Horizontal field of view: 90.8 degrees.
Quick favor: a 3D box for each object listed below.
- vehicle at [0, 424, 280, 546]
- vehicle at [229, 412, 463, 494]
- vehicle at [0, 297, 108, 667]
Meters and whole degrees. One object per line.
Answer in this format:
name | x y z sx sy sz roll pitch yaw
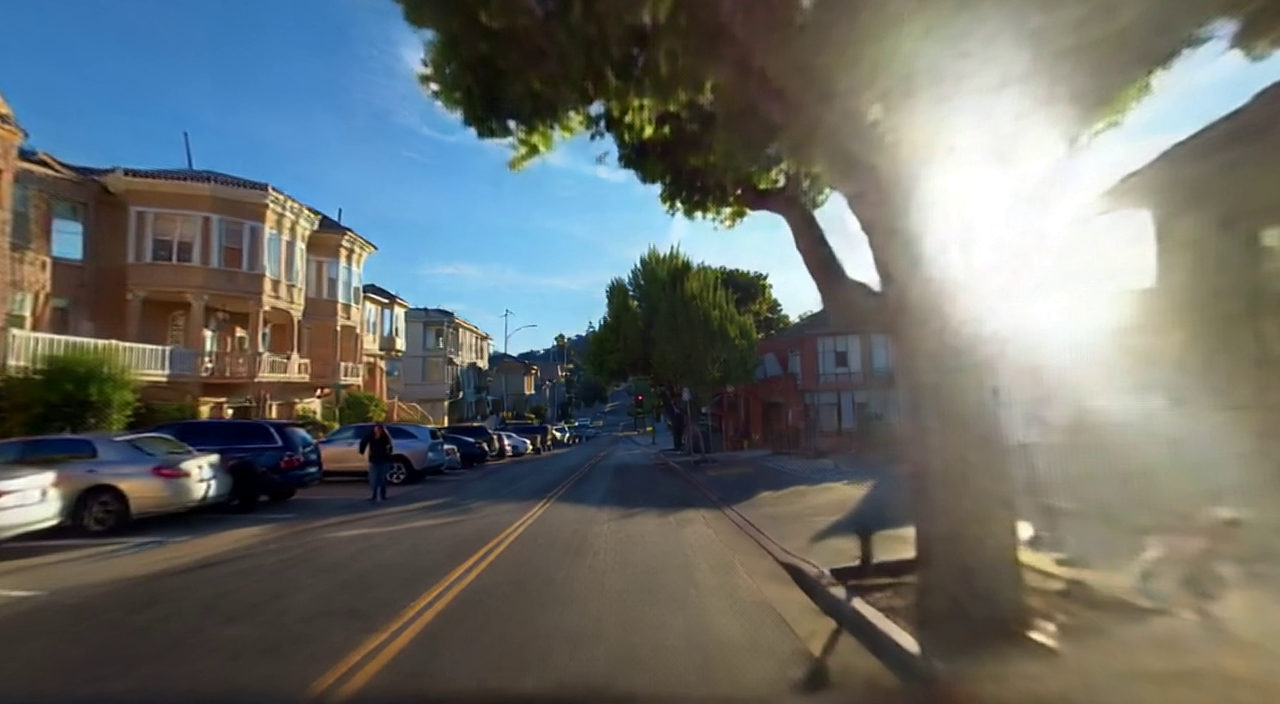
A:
vehicle | -7.703 1.850 9.084 3.908 1.544 1.789 0 -8 -1
vehicle | -7.503 2.631 16.571 4.981 1.975 2.296 -1 -8 3
vehicle | -7.045 0.788 3.599 5.592 2.439 2.515 0 -8 -1
